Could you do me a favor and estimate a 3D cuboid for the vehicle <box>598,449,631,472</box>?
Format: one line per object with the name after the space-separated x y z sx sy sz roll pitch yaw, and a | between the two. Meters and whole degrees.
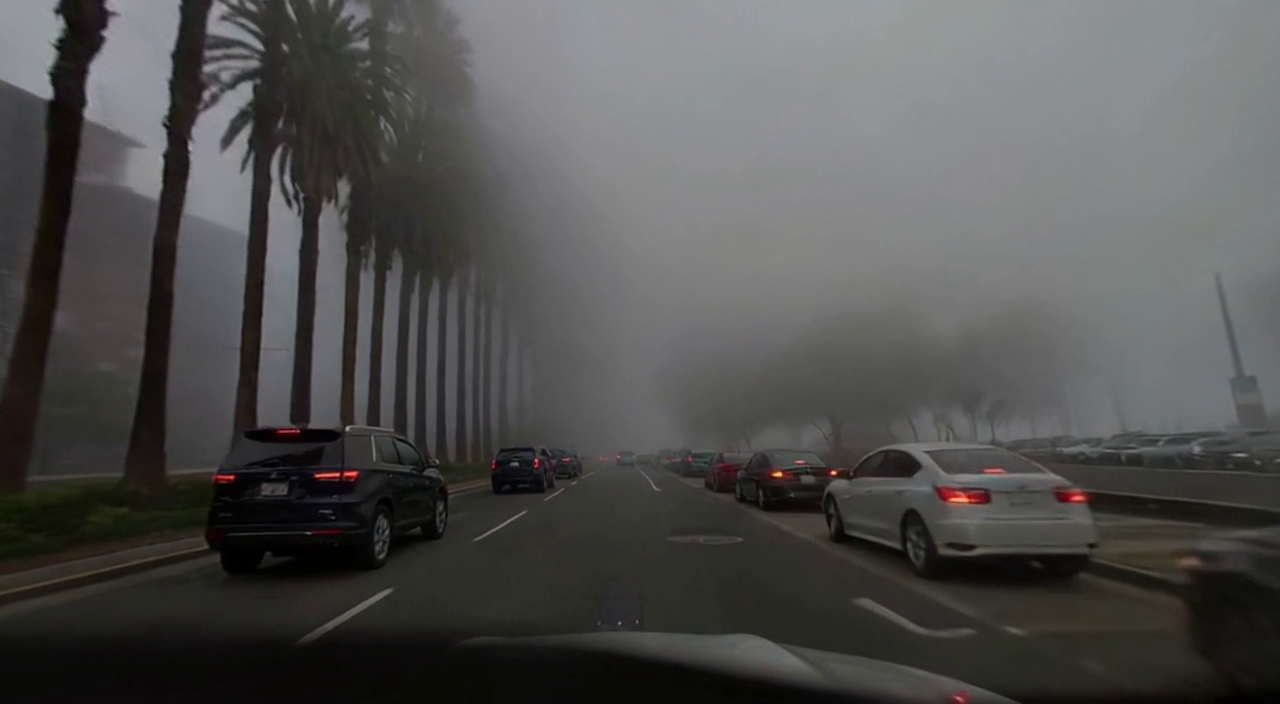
-1.751 7.184 41.876 2.036 1.461 3.890 1 -9 -5 | vehicle

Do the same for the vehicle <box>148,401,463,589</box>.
-3.827 1.702 8.245 1.800 1.797 4.224 0 -9 -1 | vehicle

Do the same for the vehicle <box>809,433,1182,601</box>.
3.842 1.843 8.072 1.925 1.486 4.744 0 -9 -1 | vehicle

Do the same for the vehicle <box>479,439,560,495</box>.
-4.090 3.967 22.096 2.014 1.740 4.392 0 -9 -1 | vehicle

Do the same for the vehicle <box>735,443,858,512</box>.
3.842 3.149 16.357 1.873 1.511 4.523 0 -9 -2 | vehicle

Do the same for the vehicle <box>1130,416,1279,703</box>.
3.964 0.770 1.155 2.138 1.447 4.793 1 -9 -3 | vehicle
